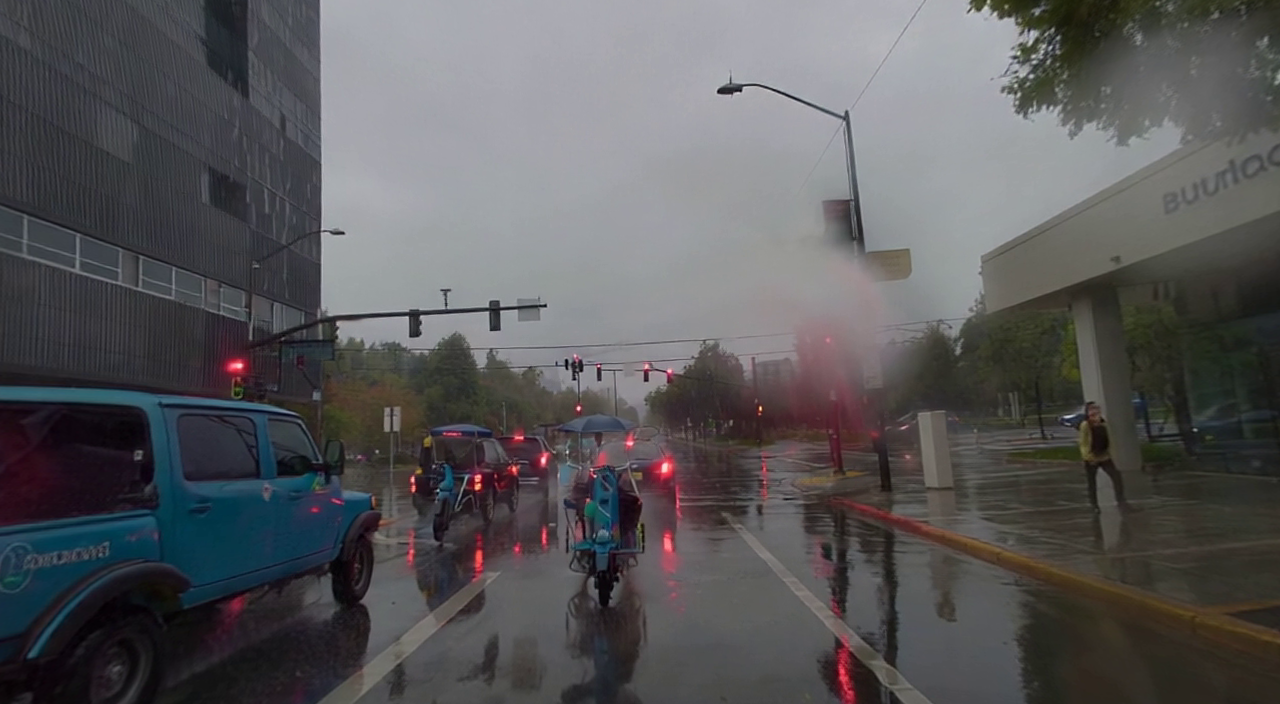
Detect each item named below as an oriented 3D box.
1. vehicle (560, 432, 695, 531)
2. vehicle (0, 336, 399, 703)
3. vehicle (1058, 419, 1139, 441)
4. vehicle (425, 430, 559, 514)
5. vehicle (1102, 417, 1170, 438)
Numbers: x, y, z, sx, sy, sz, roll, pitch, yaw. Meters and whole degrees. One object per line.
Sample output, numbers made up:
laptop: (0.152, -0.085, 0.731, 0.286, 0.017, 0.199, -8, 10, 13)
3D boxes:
vehicle: (-0.158, 2.256, 11.534, 2.025, 1.458, 4.085, 0, -8, 1)
vehicle: (-3.608, 1.130, 4.442, 2.000, 1.809, 4.405, 0, -8, 0)
vehicle: (30.729, 5.269, 42.101, 1.751, 1.420, 4.027, 8, -12, -43)
vehicle: (-3.180, 2.656, 14.393, 1.935, 1.615, 4.073, -1, -8, 2)
vehicle: (36.761, 5.606, 46.567, 1.625, 1.449, 3.557, 6, -11, -38)
